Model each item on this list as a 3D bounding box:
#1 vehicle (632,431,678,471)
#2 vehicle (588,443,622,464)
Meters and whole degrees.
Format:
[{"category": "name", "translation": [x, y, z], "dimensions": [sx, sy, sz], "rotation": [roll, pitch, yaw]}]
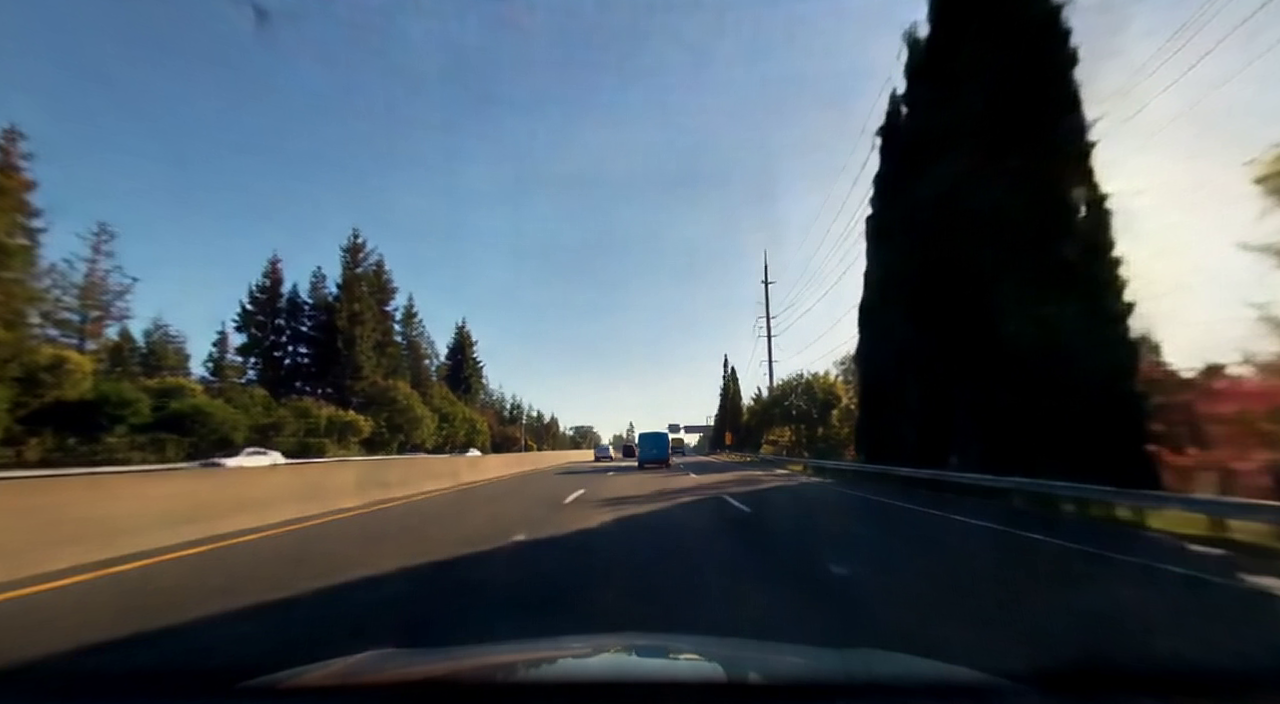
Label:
[{"category": "vehicle", "translation": [0.815, 5.312, 33.769], "dimensions": [2.261, 1.969, 5.104], "rotation": [0, -9, 2]}, {"category": "vehicle", "translation": [-2.451, 7.335, 45.471], "dimensions": [1.996, 1.433, 4.316], "rotation": [0, -9, 3]}]
